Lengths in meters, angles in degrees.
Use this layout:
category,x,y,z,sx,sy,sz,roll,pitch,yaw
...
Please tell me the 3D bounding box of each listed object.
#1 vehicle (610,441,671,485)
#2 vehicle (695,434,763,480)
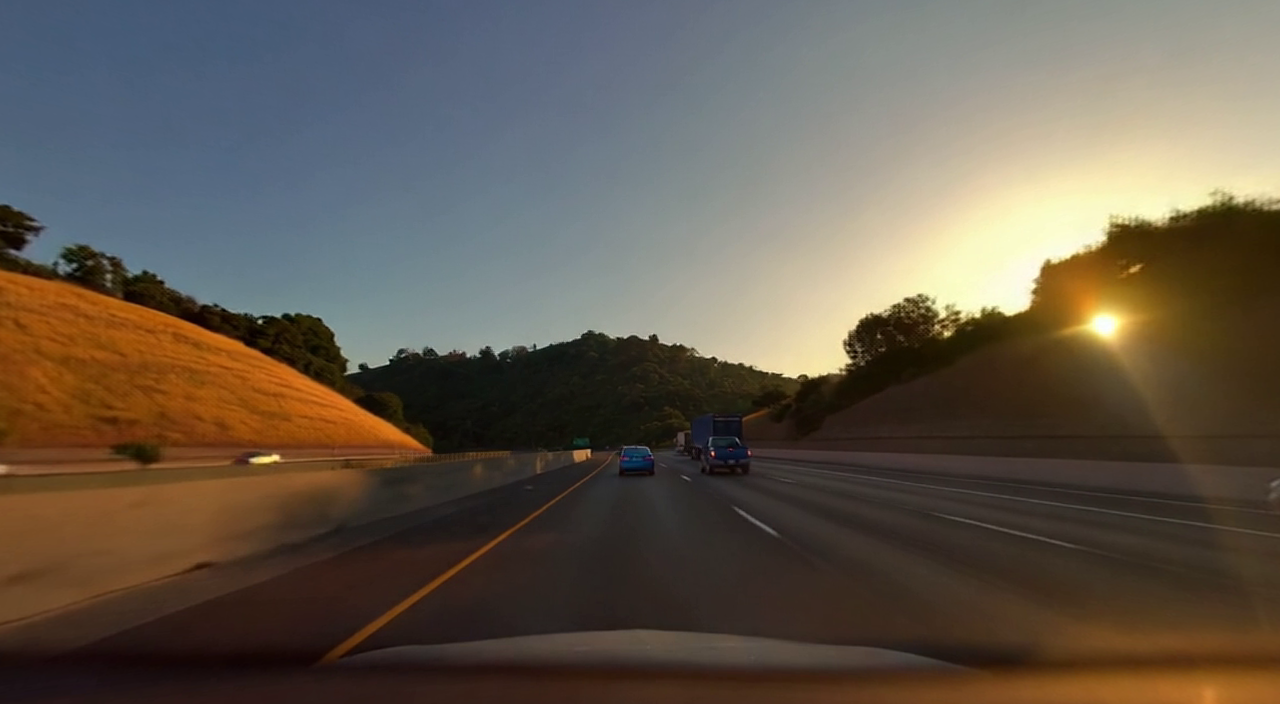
category,x,y,z,sx,sy,sz,roll,pitch,yaw
vehicle,-0.038,4.123,23.763,2.083,1.477,3.965,0,-9,-2
vehicle,3.711,4.472,27.181,2.098,1.794,4.561,0,-9,-2
